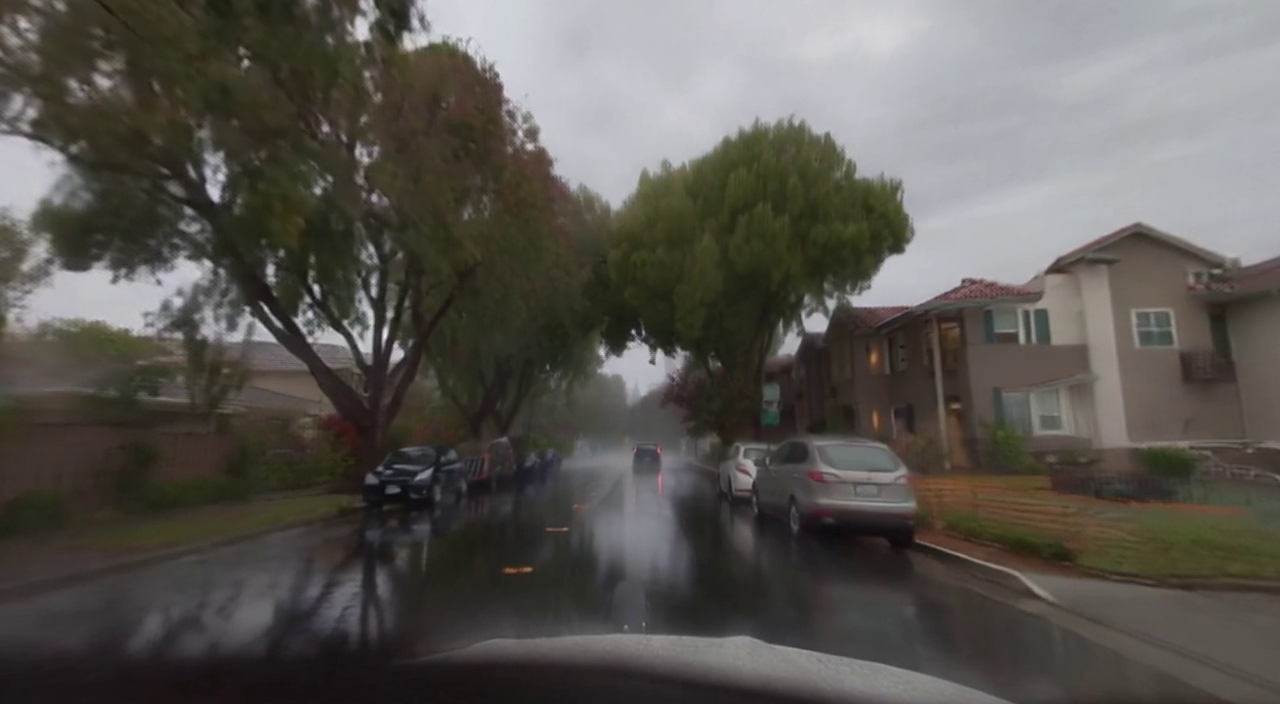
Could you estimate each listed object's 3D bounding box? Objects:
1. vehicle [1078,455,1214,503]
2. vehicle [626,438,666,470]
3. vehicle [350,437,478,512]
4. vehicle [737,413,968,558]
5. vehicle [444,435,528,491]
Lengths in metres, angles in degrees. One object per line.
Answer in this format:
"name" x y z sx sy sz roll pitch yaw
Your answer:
"vehicle" 21.587 5.372 27.192 1.765 1.762 4.881 0 -8 0
"vehicle" 0.316 5.854 36.463 2.172 1.722 4.201 0 -8 0
"vehicle" -5.648 3.073 16.404 1.955 1.659 4.324 0 -8 -4
"vehicle" 3.034 2.012 10.304 1.970 1.801 4.721 0 -8 -2
"vehicle" -5.454 3.969 22.898 1.899 1.615 4.624 -5 -8 -1
